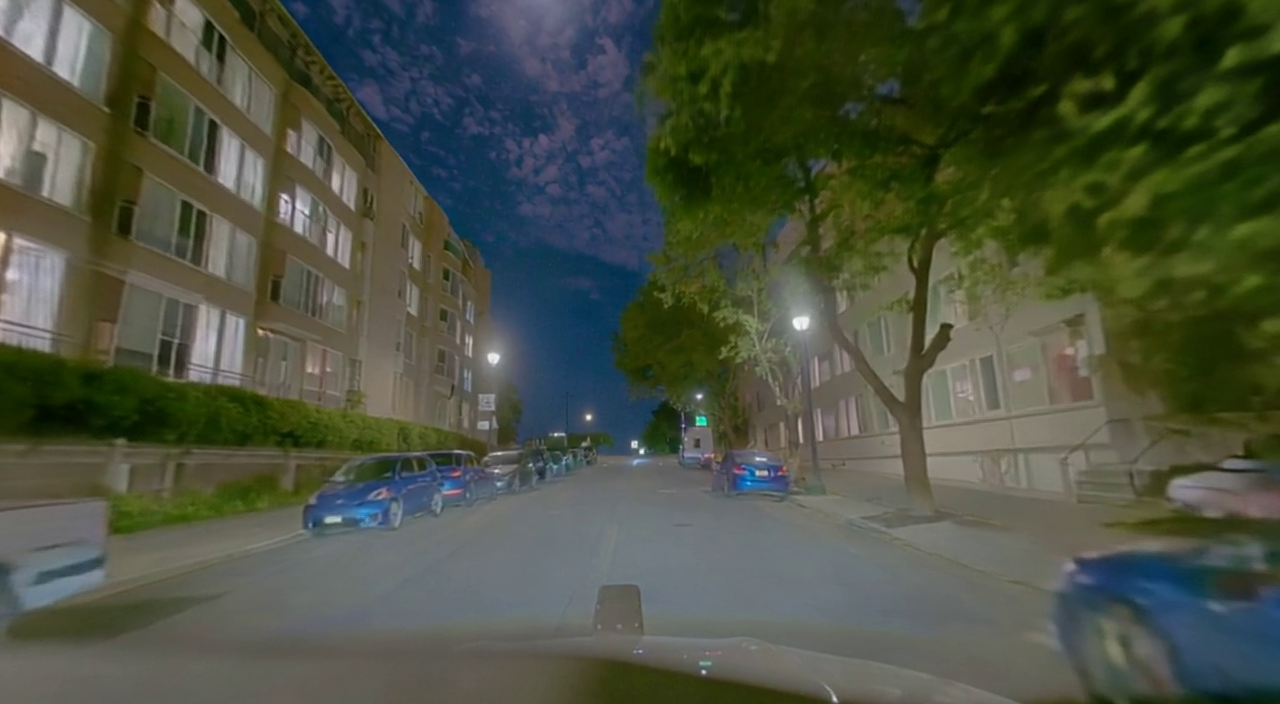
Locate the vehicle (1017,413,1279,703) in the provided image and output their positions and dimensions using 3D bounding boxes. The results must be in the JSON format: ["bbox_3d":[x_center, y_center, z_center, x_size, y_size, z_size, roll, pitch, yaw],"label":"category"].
[{"bbox_3d":[3.119,0.895,1.629,1.903,1.512,3.900,0,-8,1],"label":"vehicle"}]

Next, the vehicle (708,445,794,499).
[{"bbox_3d":[3.312,3.639,19.624,1.835,1.490,4.134,0,-8,-1],"label":"vehicle"}]

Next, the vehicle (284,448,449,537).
[{"bbox_3d":[-5.257,2.699,12.673,1.722,1.491,3.431,0,-8,1],"label":"vehicle"}]

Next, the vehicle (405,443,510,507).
[{"bbox_3d":[-4.970,3.378,17.834,1.782,1.585,3.962,0,-8,0],"label":"vehicle"}]

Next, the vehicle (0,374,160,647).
[{"bbox_3d":[-5.296,1.070,3.389,1.947,1.833,4.606,-1,-2,0],"label":"vehicle"}]

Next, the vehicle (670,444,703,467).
[{"bbox_3d":[3.504,7.848,48.266,1.951,1.654,4.146,0,-8,-3],"label":"vehicle"}]
